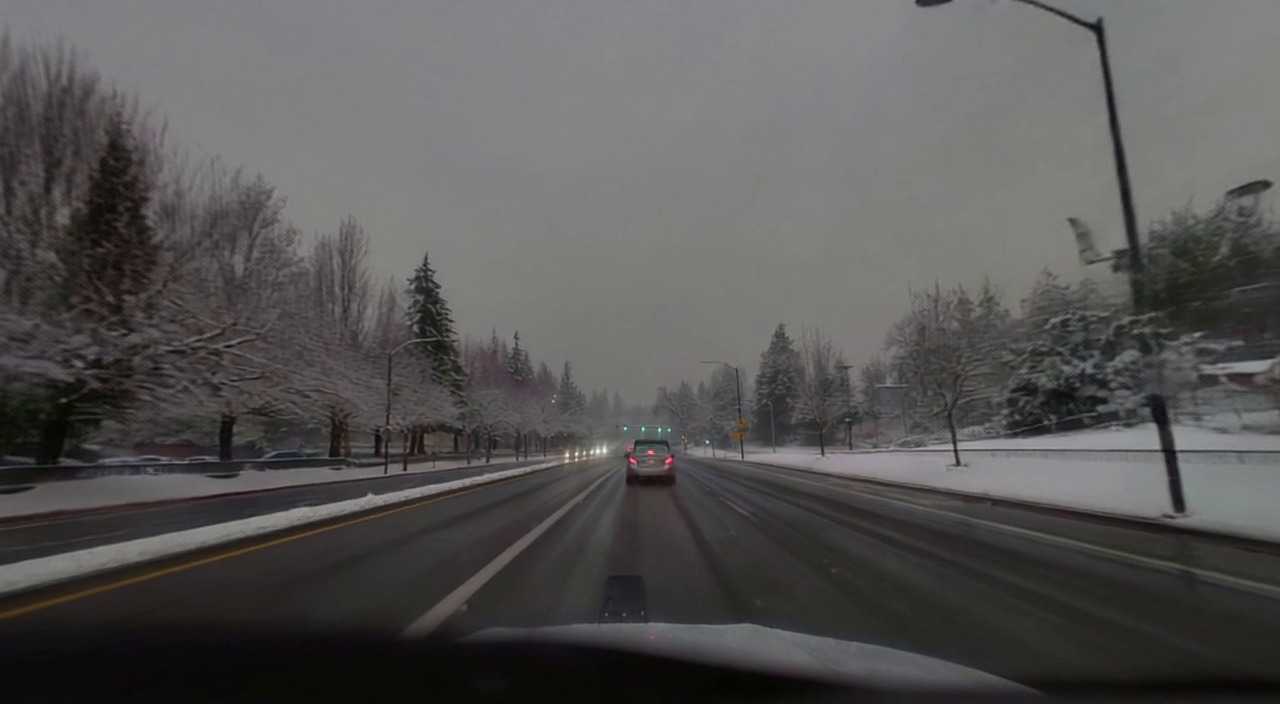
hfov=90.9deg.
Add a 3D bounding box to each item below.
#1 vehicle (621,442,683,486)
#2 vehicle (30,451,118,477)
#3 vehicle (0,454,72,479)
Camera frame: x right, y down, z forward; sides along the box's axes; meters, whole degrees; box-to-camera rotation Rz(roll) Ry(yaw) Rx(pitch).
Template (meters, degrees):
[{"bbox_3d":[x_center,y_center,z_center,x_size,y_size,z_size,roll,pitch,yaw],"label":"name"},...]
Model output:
[{"bbox_3d":[0.380,4.047,23.184,2.093,1.442,3.977,0,-8,-1],"label":"vehicle"},{"bbox_3d":[-42.340,8.379,47.254,4.467,1.834,2.087,0,-8,-1],"label":"vehicle"},{"bbox_3d":[-43.029,8.050,44.482,4.057,1.666,1.849,0,-8,1],"label":"vehicle"}]
